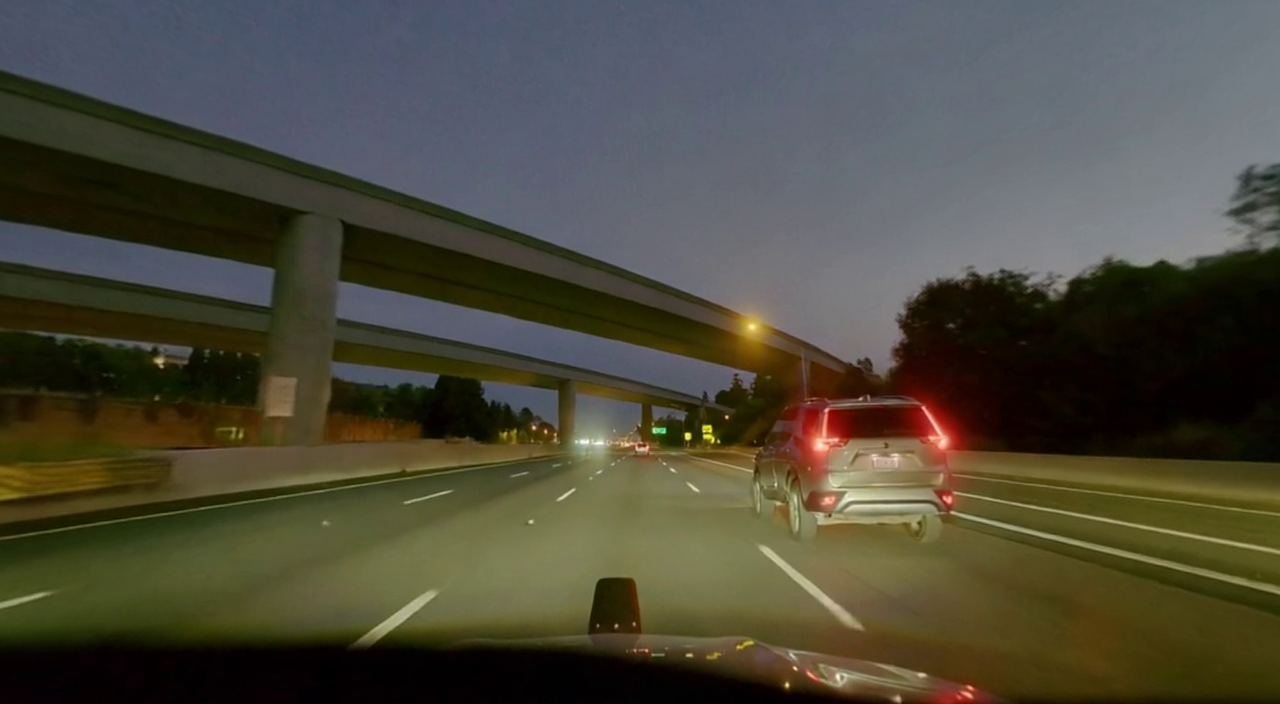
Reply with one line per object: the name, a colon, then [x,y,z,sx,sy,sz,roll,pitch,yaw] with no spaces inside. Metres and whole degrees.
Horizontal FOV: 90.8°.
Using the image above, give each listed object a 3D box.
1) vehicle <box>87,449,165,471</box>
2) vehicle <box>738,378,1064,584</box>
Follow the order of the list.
vehicle: [-38.179,8.026,47.099,1.831,1.480,4.817,0,-9,-2]
vehicle: [2.869,1.588,8.539,2.155,1.918,4.945,0,-9,-1]
